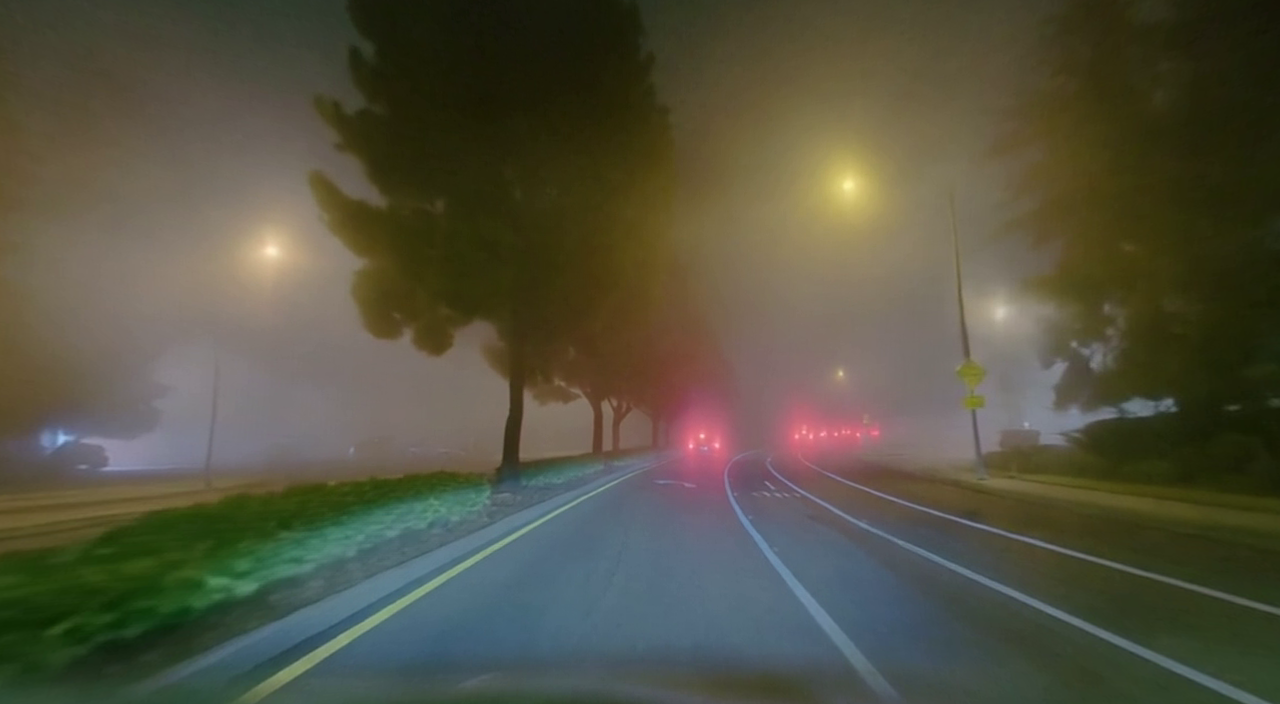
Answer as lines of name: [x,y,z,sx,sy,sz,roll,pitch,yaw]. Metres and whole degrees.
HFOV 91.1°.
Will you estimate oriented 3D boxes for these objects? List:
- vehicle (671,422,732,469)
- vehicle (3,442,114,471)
vehicle: [2.987,4.340,29.161,2.371,1.926,5.615,-2,-9,10]
vehicle: [-37.702,6.755,40.844,4.636,1.790,2.178,2,-9,-15]
